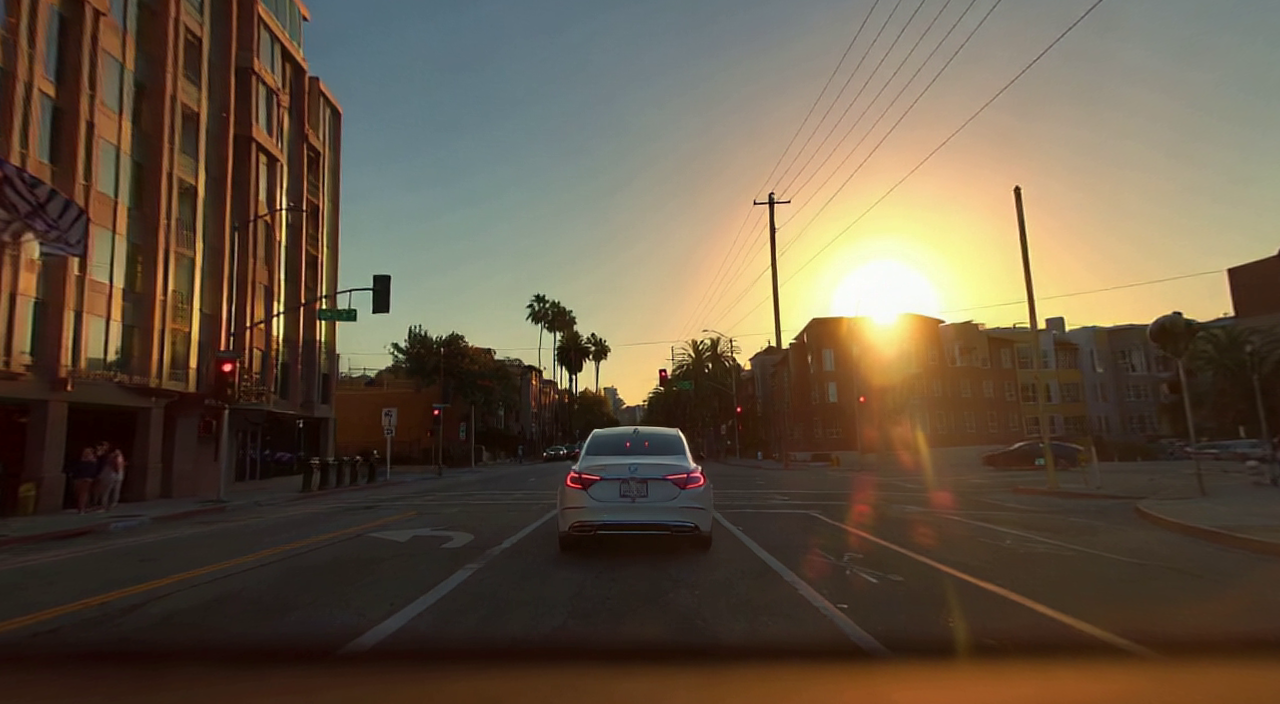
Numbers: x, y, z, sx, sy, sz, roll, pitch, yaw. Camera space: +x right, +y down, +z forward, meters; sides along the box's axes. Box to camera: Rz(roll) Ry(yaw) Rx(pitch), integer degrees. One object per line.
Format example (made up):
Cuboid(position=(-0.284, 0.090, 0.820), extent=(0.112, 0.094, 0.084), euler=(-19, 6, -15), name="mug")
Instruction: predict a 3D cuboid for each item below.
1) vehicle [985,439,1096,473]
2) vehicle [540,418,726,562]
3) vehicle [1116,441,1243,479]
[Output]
Cuboid(position=(21.723, 5.657, 34.404), extent=(4.649, 1.760, 2.029), euler=(0, -8, 0), name="vehicle")
Cuboid(position=(-0.081, 1.872, 9.231), extent=(2.144, 1.643, 3.770), euler=(0, -8, 0), name="vehicle")
Cuboid(position=(24.341, 4.861, 28.604), extent=(4.118, 1.593, 2.004), euler=(1, -8, -8), name="vehicle")
